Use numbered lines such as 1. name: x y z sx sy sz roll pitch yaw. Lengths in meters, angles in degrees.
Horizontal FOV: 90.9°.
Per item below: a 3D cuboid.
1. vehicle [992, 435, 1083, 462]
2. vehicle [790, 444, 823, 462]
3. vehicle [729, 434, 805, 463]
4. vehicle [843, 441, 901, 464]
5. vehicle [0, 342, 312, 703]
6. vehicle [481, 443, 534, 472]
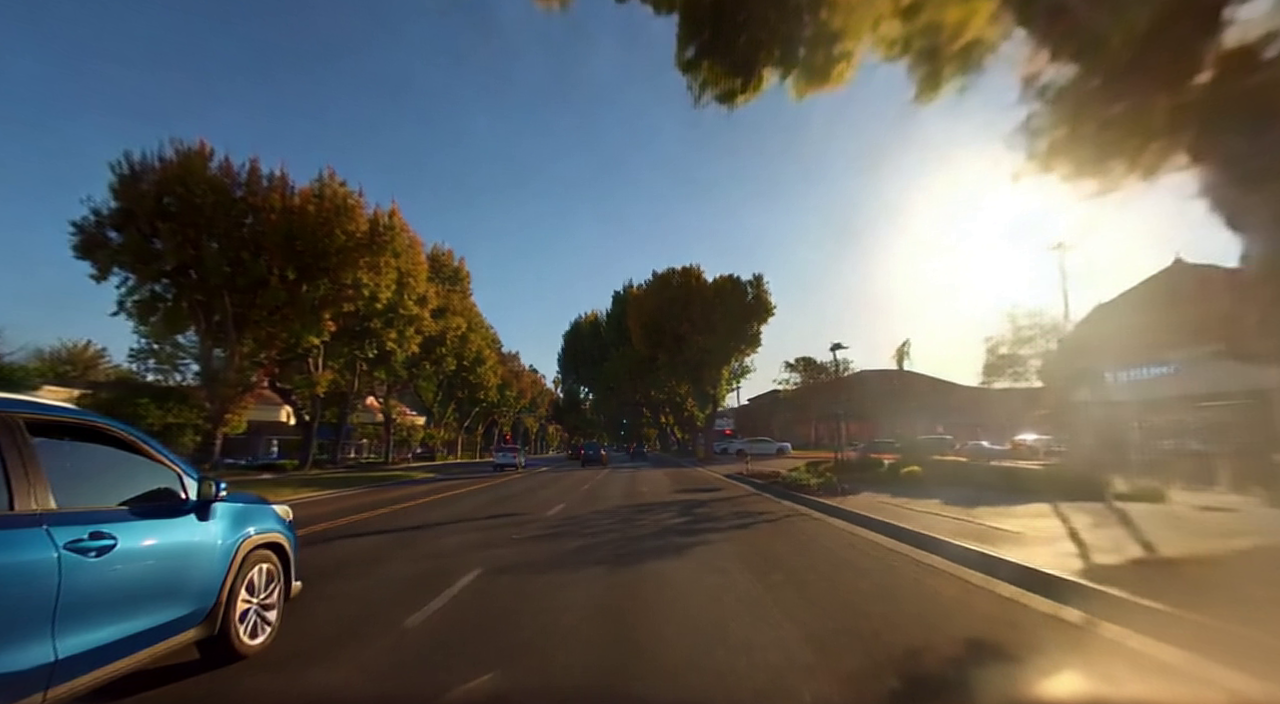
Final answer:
1. vehicle: 26.669 6.455 42.596 2.672 1.580 5.933 -3 -7 5
2. vehicle: 13.074 7.925 49.652 1.540 1.395 3.516 0 -8 -1
3. vehicle: 8.891 6.739 44.161 5.031 1.951 2.184 -2 -9 15
4. vehicle: 15.877 6.894 43.440 2.177 1.397 4.511 -2 -8 -1
5. vehicle: -3.312 0.791 2.144 2.127 1.654 4.121 0 -8 0
6. vehicle: -7.426 5.944 35.750 1.990 1.483 4.410 0 -8 1
